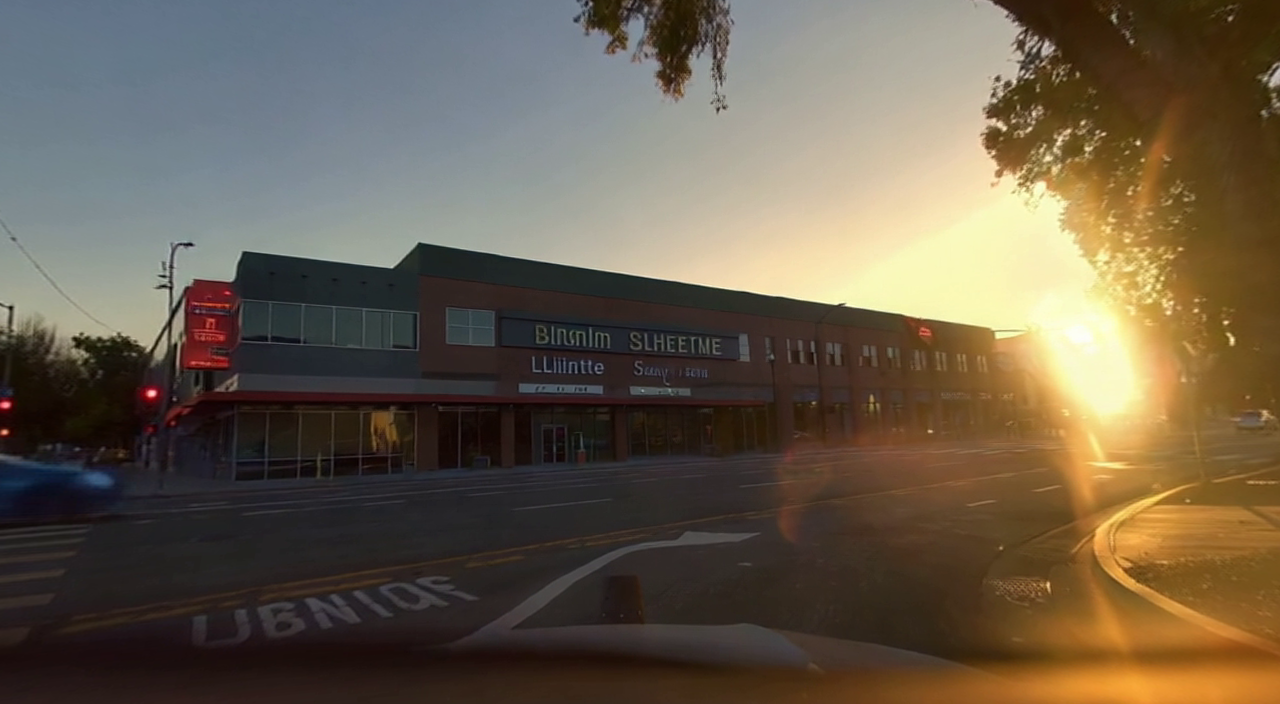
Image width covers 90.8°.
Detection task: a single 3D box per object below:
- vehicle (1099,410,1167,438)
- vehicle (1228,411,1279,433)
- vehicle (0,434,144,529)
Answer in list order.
[{"bbox_3d":[33.359,4.907,42.704,4.689,1.758,2.146,6,-10,-35],"label":"vehicle"},{"bbox_3d":[48.493,5.556,49.922,4.377,1.624,1.953,6,-11,-35],"label":"vehicle"},{"bbox_3d":[-11.075,2.096,10.353,4.442,1.458,1.902,6,-11,-35],"label":"vehicle"}]
